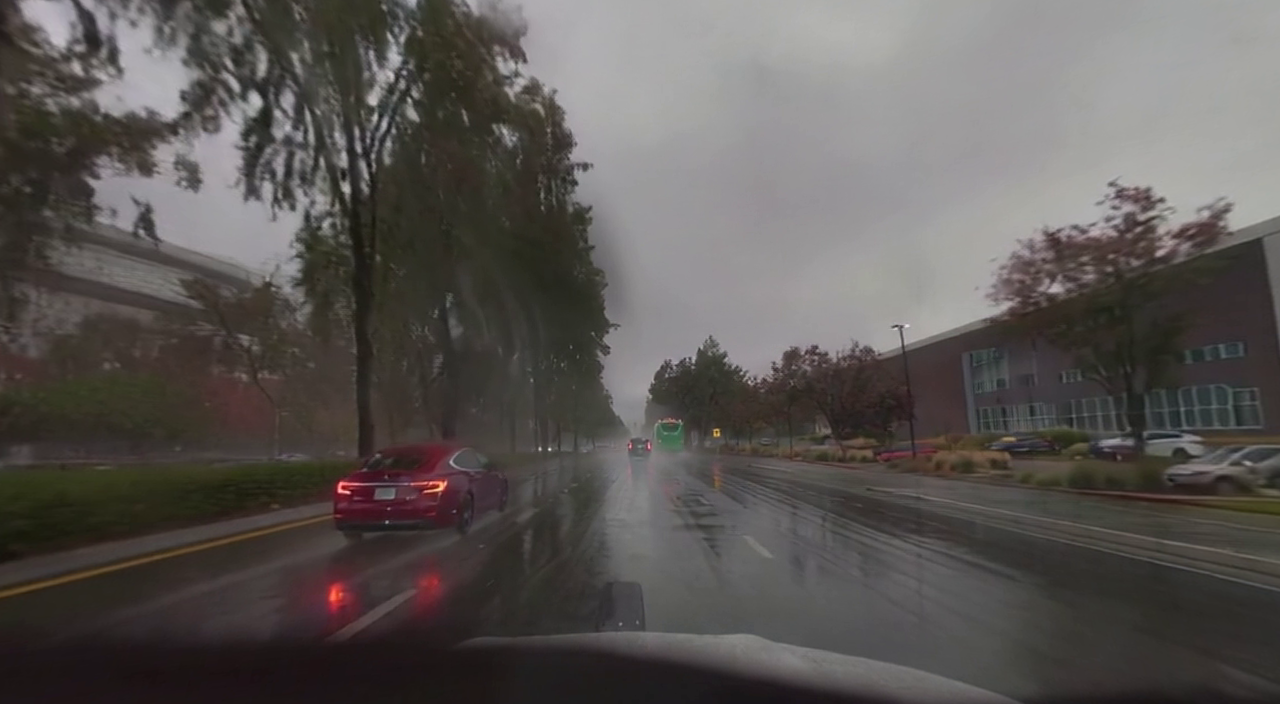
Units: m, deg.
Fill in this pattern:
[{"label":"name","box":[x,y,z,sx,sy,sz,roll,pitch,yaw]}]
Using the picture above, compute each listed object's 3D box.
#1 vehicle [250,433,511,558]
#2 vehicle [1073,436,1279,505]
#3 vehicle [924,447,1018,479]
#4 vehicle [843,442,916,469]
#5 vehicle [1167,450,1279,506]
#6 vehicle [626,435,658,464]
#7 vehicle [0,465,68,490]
[{"label":"vehicle","box":[-3.579,2.064,9.880,2.120,1.481,4.535,0,-9,1]},{"label":"vehicle","box":[17.088,3.789,20.366,4.520,1.834,2.167,-3,-10,0]},{"label":"vehicle","box":[16.079,5.404,30.807,3.495,1.485,1.806,0,-9,-1]},{"label":"vehicle","box":[16.865,7.315,44.570,4.402,1.546,1.628,-3,-10,0]},{"label":"vehicle","box":[17.165,3.429,17.381,3.722,1.408,1.766,0,-9,-1]},{"label":"vehicle","box":[0.053,7.603,49.336,2.336,2.122,5.207,0,-9,-2]},{"label":"vehicle","box":[-39.516,8.069,40.836,1.633,1.433,3.617,0,-9,-1]}]
